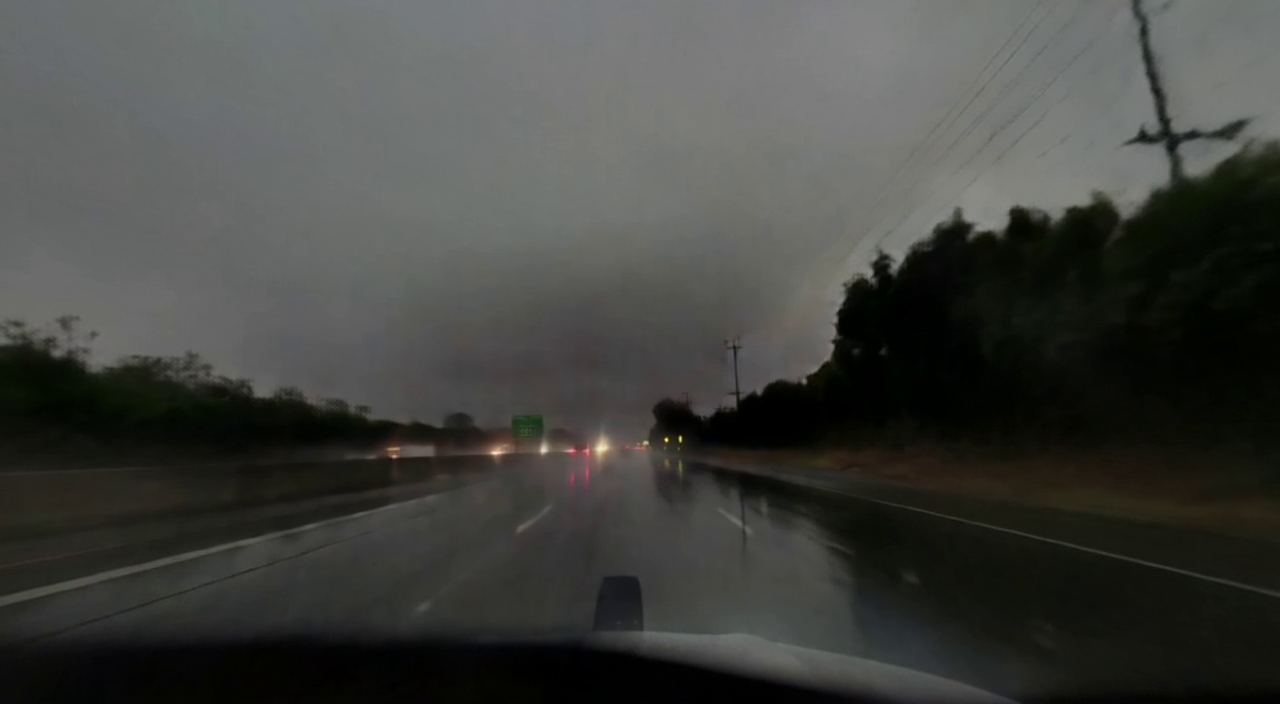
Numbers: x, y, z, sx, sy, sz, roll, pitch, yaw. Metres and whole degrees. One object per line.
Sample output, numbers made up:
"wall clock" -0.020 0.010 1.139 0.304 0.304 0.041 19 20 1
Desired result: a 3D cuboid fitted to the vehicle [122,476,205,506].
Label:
"vehicle" -33.105 9.677 44.111 2.011 1.695 4.909 0 -8 -1
